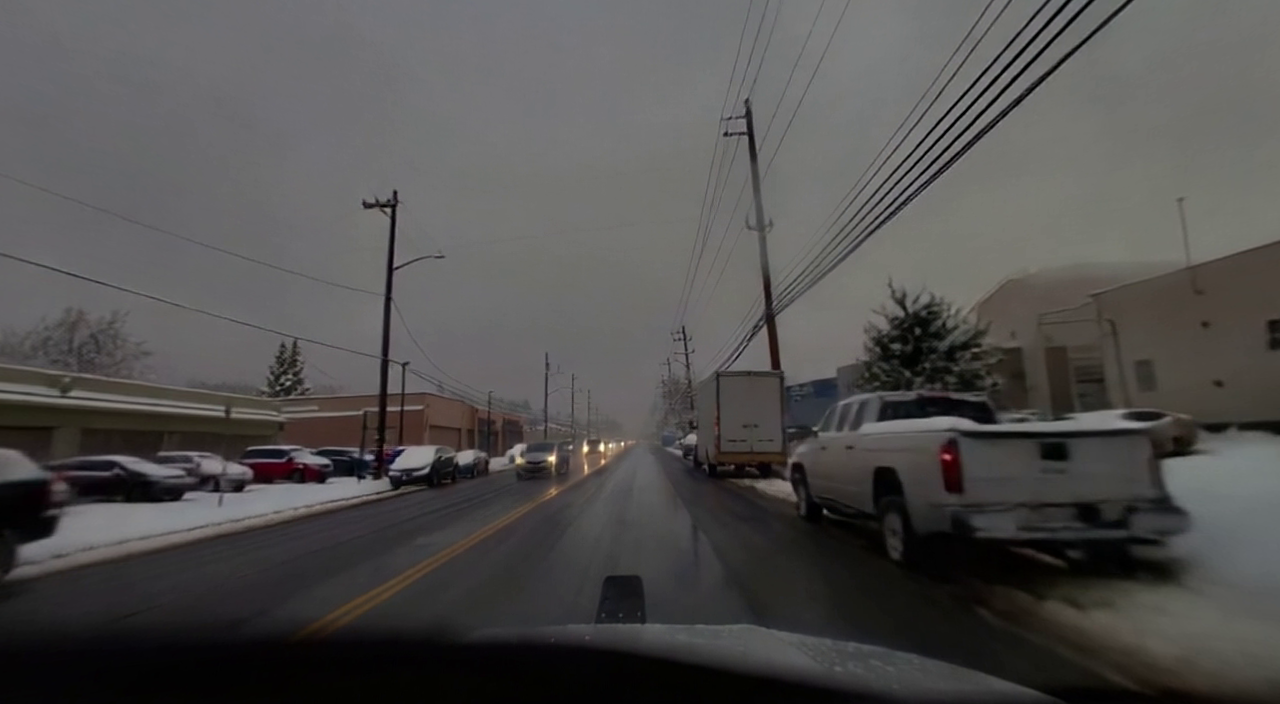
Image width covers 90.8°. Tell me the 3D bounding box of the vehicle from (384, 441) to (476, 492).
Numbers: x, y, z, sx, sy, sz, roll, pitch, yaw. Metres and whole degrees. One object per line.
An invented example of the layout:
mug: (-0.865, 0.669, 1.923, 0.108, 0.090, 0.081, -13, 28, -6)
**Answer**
vehicle: (-8.133, 4.413, 24.948, 1.954, 1.622, 4.761, -5, -8, 0)

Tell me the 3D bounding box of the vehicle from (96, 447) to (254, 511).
vehicle: (-14.498, 3.930, 20.052, 1.869, 1.633, 4.092, -5, -9, 1)

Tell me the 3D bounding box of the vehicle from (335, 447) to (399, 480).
vehicle: (-16.317, 6.640, 38.019, 2.101, 1.720, 4.554, -3, -8, -5)

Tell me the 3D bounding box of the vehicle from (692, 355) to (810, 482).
vehicle: (3.651, 2.597, 23.225, 2.874, 3.757, 8.612, 1, -8, 1)

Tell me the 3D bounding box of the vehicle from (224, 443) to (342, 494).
vehicle: (-14.306, 4.651, 25.725, 2.001, 1.838, 4.855, 0, -8, 0)

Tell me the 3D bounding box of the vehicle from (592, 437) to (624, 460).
vehicle: (-2.378, 7.356, 48.180, 2.061, 1.679, 4.042, -1, -8, 2)

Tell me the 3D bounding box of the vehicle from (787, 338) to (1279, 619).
vehicle: (3.607, 1.360, 7.733, 2.249, 2.026, 6.211, -1, -8, 1)

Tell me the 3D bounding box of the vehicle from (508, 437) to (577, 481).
vehicle: (-3.884, 4.332, 25.910, 2.020, 1.528, 4.258, -3, -9, 1)
